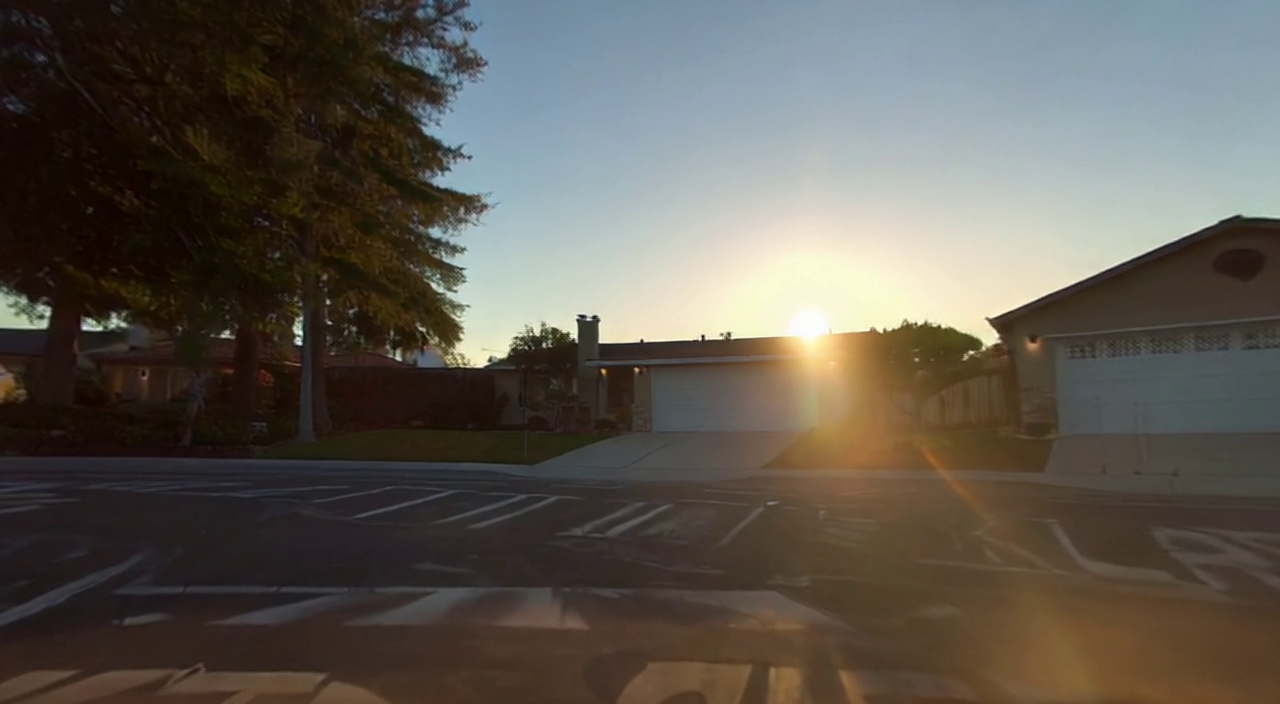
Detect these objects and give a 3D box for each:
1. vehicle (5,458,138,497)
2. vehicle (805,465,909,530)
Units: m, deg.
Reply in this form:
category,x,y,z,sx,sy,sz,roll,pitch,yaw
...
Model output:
category,x,y,z,sx,sy,sz,roll,pitch,yaw
vehicle,-27.522,6.140,30.735,2.019,1.697,4.310,0,-12,8
vehicle,6.158,4.133,18.449,1.860,1.477,4.629,-1,-9,6
